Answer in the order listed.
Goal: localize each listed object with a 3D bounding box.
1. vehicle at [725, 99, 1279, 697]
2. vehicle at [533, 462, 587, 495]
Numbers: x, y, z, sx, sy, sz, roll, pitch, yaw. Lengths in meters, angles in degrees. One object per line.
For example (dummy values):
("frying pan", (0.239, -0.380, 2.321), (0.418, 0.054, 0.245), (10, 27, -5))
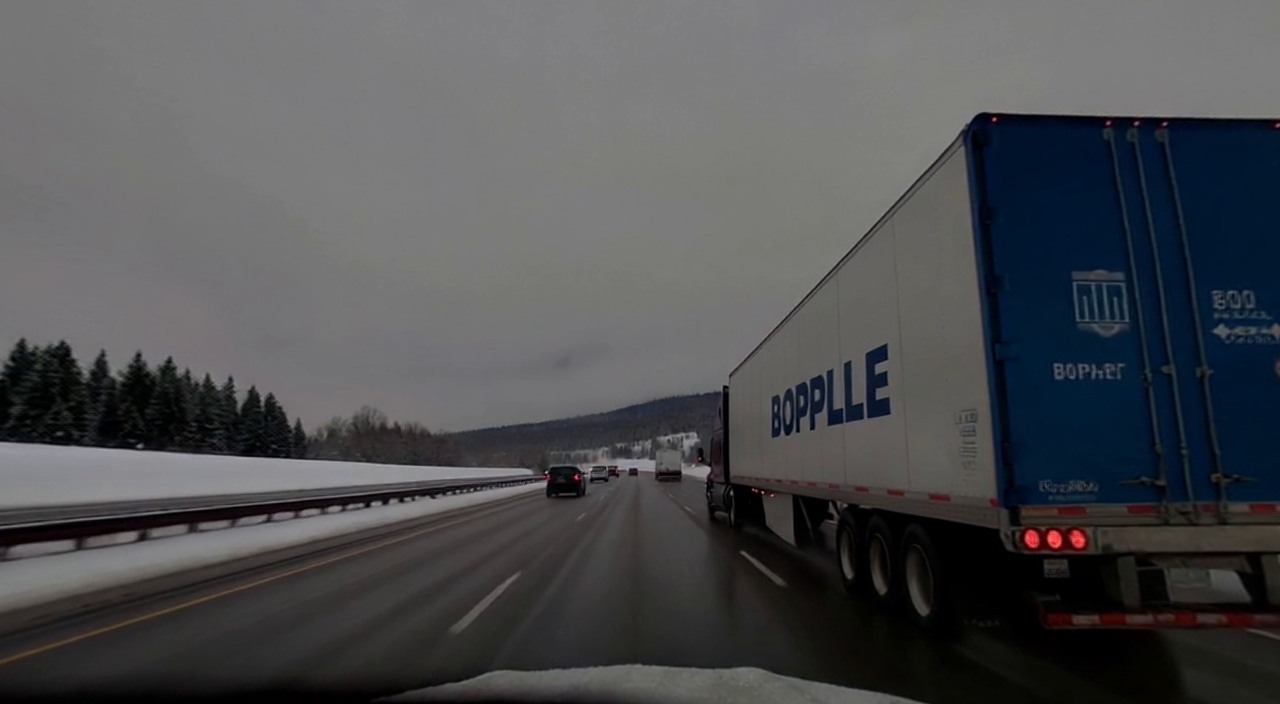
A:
("vehicle", (3.905, 1.423, 11.196), (2.839, 4.062, 14.051), (1, -10, 0))
("vehicle", (-4.067, 6.566, 32.937), (2.088, 1.566, 4.853), (1, -11, 1))
